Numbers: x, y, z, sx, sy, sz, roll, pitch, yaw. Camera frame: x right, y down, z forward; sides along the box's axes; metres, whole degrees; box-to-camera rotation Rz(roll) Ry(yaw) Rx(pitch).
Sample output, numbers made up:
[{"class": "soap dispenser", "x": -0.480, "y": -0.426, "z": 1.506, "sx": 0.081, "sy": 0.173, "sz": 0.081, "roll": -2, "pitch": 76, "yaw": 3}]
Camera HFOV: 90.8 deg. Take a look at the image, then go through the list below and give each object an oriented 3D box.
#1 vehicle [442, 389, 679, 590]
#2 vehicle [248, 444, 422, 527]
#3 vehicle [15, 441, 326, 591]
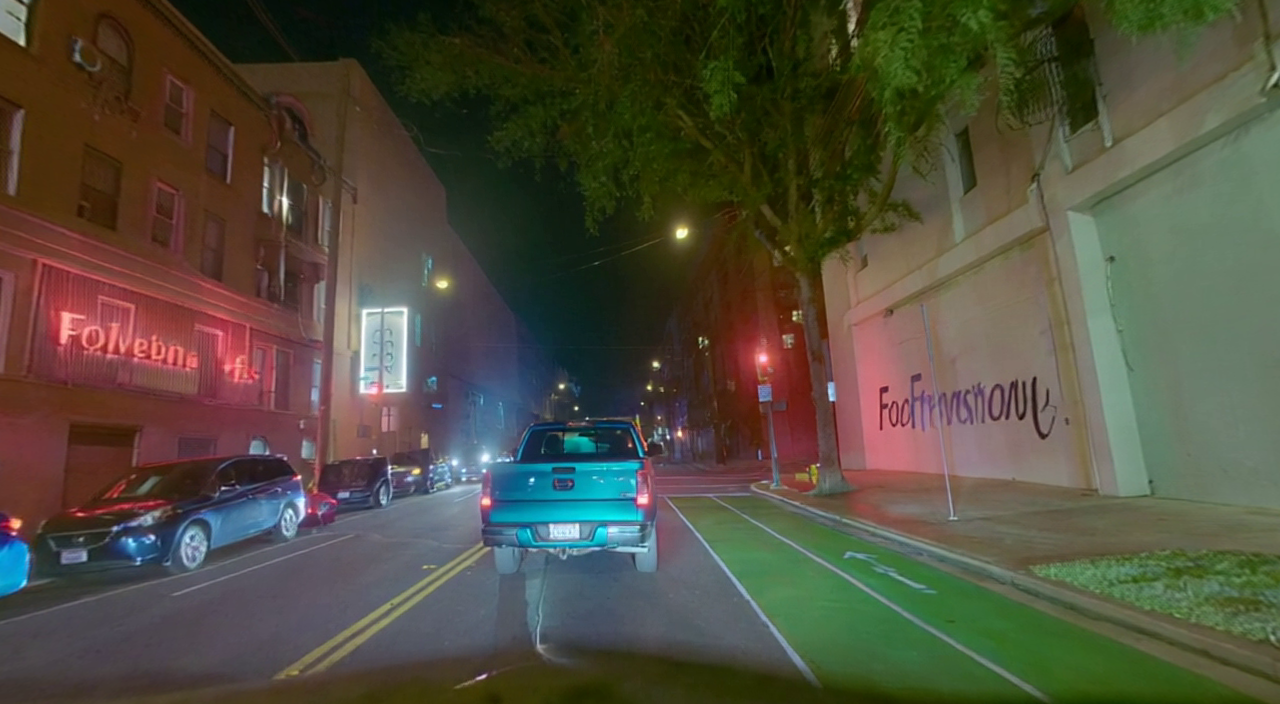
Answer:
[{"class": "vehicle", "x": -0.715, "y": 1.633, "z": 8.321, "sx": 2.215, "sy": 1.882, "sz": 4.611, "roll": 0, "pitch": -8, "yaw": 1}, {"class": "vehicle", "x": -7.396, "y": 3.228, "z": 16.058, "sx": 1.884, "sy": 1.730, "sz": 5.076, "roll": 0, "pitch": -8, "yaw": 0}, {"class": "vehicle", "x": -7.168, "y": 2.423, "z": 10.385, "sx": 1.882, "sy": 1.686, "sz": 4.489, "roll": -6, "pitch": -8, "yaw": -3}]
